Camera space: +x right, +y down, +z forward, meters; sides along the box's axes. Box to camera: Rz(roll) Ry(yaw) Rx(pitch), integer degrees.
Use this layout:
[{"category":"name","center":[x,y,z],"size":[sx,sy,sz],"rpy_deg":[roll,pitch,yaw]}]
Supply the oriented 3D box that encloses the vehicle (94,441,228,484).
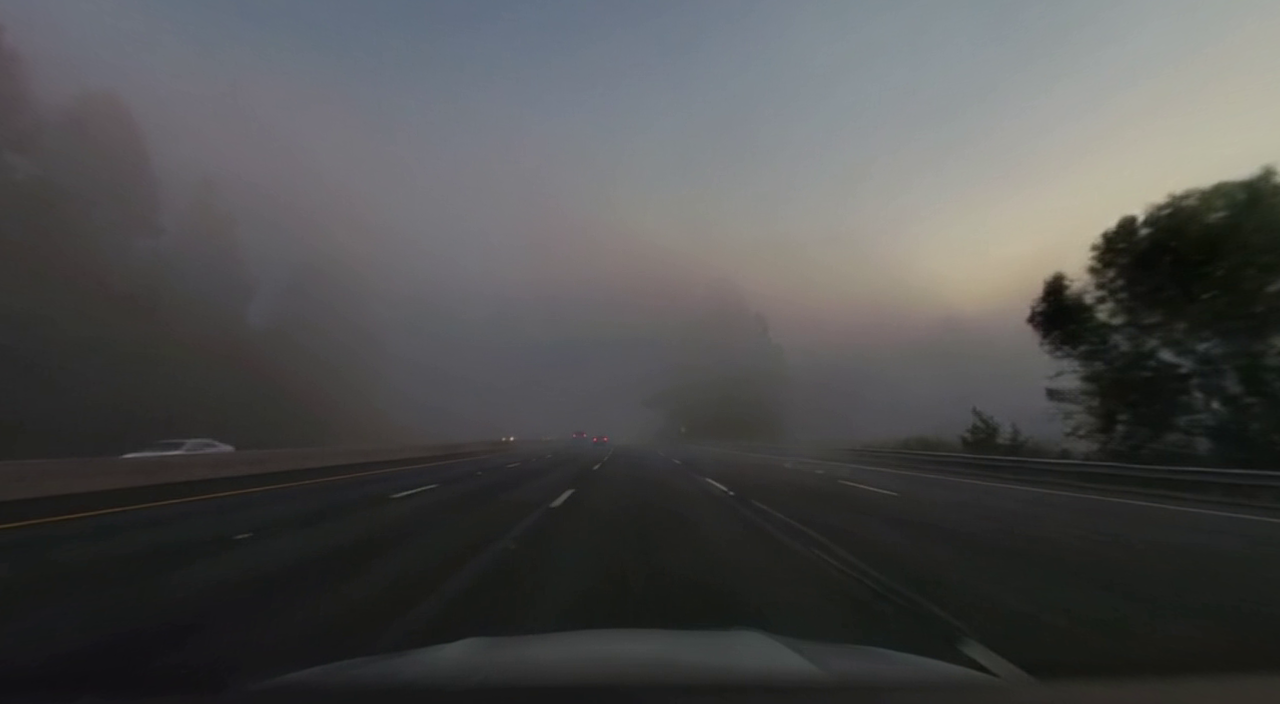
[{"category":"vehicle","center":[-19.146,4.413,25.467],"size":[1.874,1.524,4.574],"rpy_deg":[0,-8,-1]}]
